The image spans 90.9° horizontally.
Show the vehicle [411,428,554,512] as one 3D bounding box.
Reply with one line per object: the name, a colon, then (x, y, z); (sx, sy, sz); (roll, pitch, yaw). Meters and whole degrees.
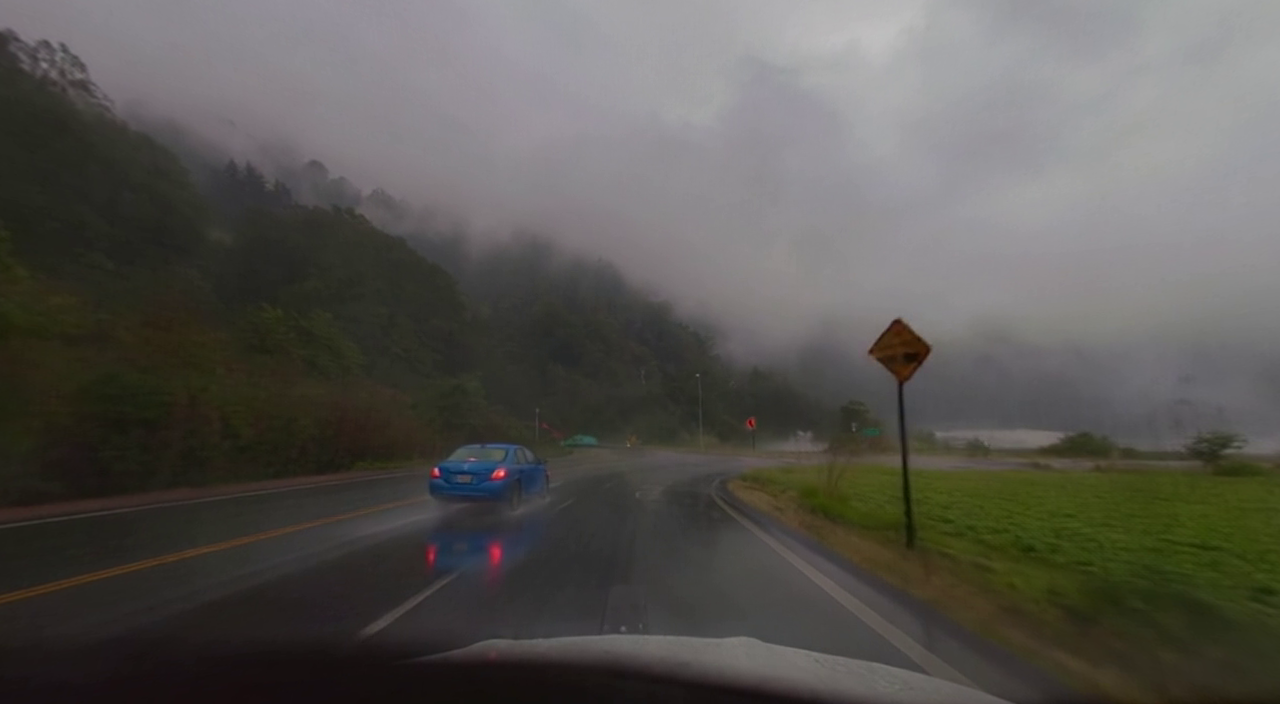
vehicle: (-3.349, 2.630, 14.344); (2.078, 1.607, 3.959); (-1, -9, 2)
